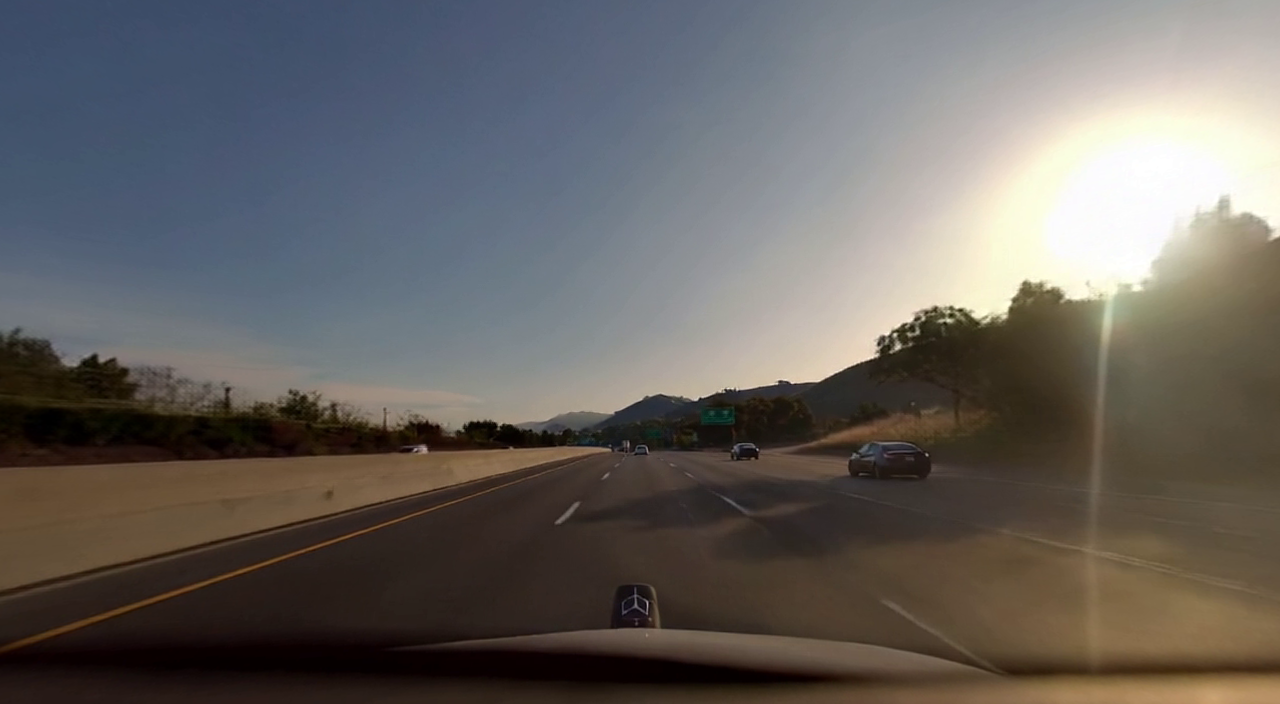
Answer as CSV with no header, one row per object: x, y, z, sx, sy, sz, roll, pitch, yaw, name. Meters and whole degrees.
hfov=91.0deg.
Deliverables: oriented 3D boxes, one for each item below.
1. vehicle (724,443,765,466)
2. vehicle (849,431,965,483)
7.328,7.234,44.519,2.053,1.553,4.463,0,-9,-1,vehicle
10.959,4.380,26.473,2.387,1.936,5.646,0,-9,0,vehicle
